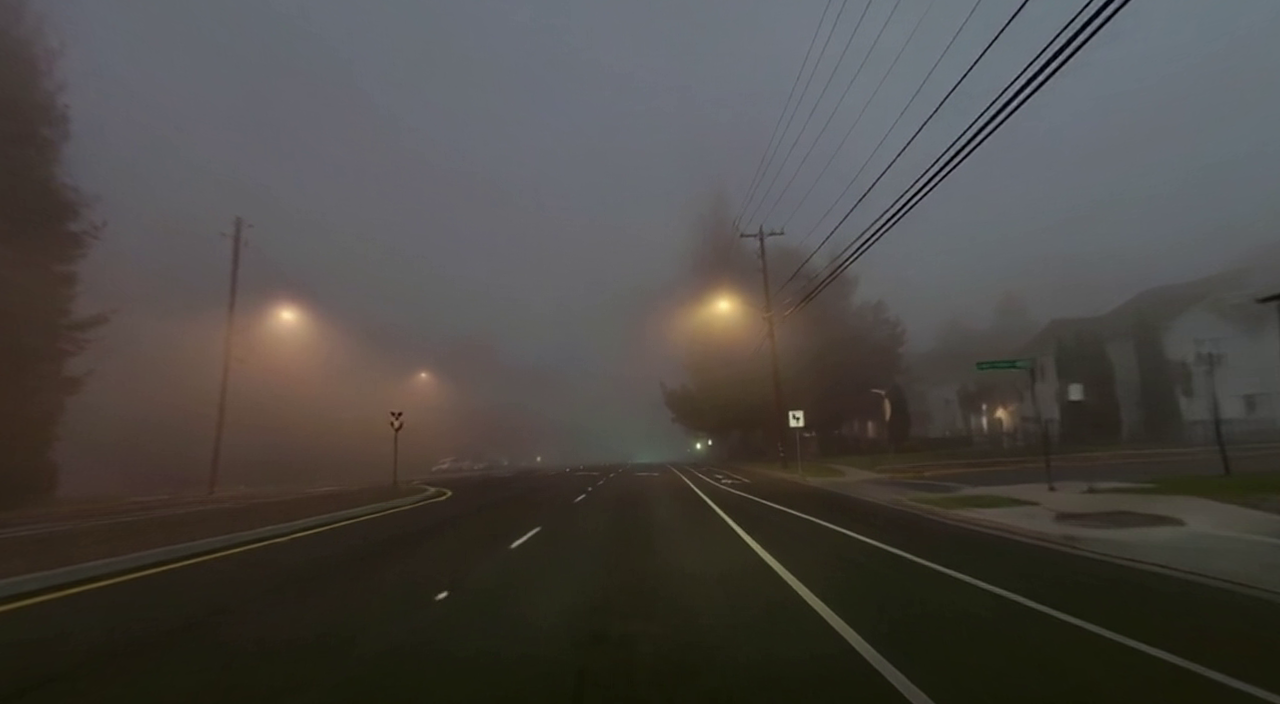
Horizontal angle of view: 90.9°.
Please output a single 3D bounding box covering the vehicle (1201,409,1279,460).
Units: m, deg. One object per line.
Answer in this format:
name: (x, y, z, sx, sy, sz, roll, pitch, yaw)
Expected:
vehicle: (26.610, 3.493, 26.431, 2.009, 2.044, 4.571, 0, -9, 3)
